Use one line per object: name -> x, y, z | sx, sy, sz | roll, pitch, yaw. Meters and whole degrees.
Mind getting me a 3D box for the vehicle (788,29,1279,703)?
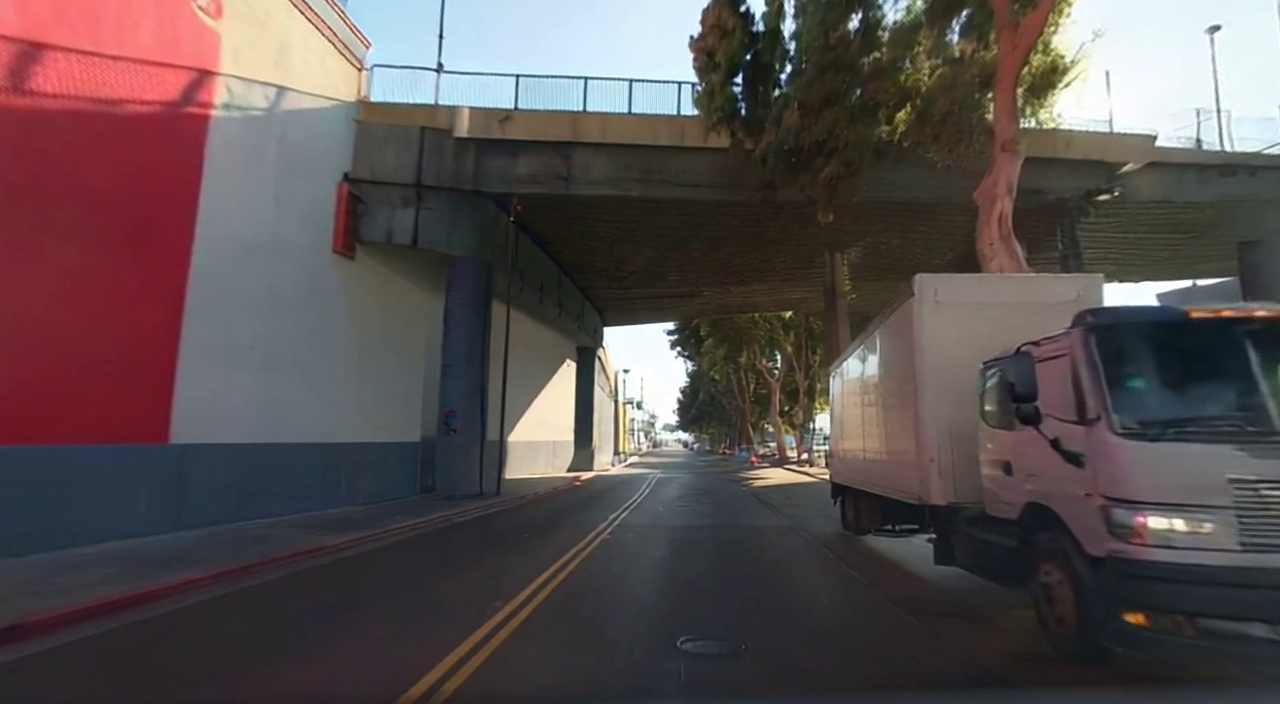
vehicle -> 4.227, 0.660, 8.103 | 2.849, 3.893, 9.347 | -1, -8, 4
